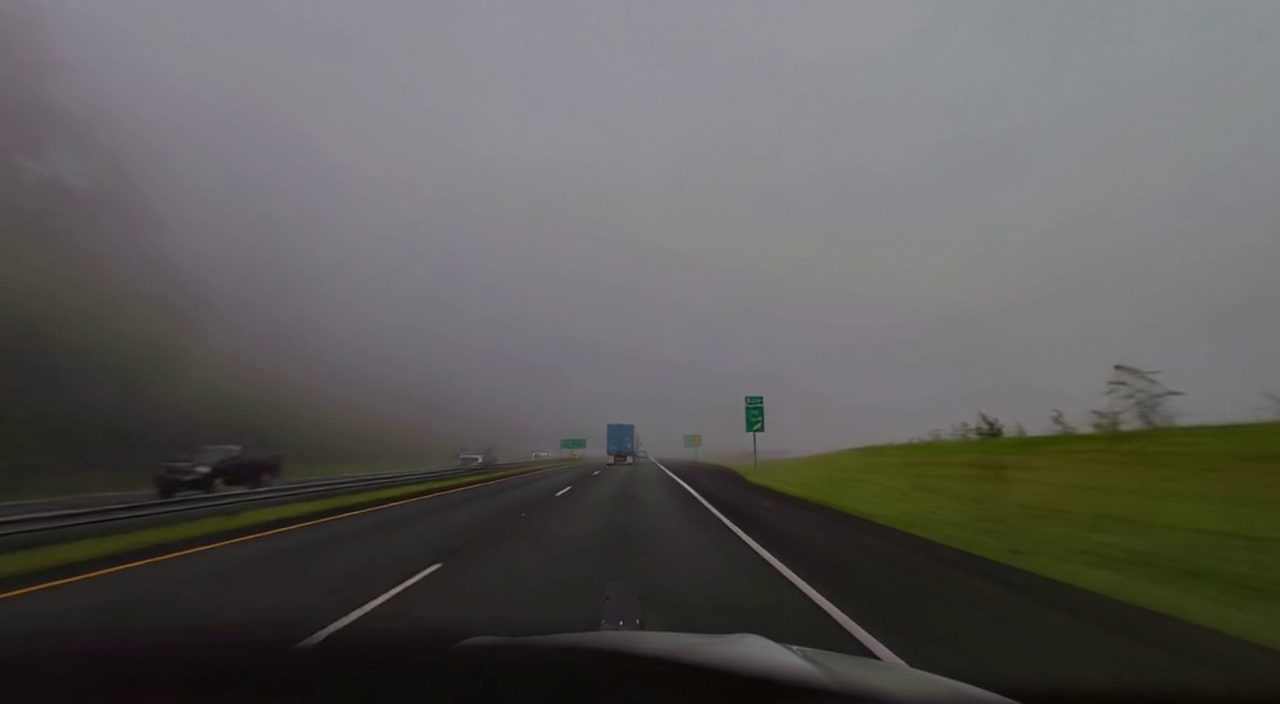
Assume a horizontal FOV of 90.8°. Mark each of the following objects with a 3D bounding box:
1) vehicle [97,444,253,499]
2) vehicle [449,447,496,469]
[{"bbox_3d":[-15.606,4.010,21.554,1.997,1.664,4.385,0,-9,0],"label":"vehicle"},{"bbox_3d":[-12.049,7.667,45.776,2.108,1.493,4.427,0,-9,1],"label":"vehicle"}]
